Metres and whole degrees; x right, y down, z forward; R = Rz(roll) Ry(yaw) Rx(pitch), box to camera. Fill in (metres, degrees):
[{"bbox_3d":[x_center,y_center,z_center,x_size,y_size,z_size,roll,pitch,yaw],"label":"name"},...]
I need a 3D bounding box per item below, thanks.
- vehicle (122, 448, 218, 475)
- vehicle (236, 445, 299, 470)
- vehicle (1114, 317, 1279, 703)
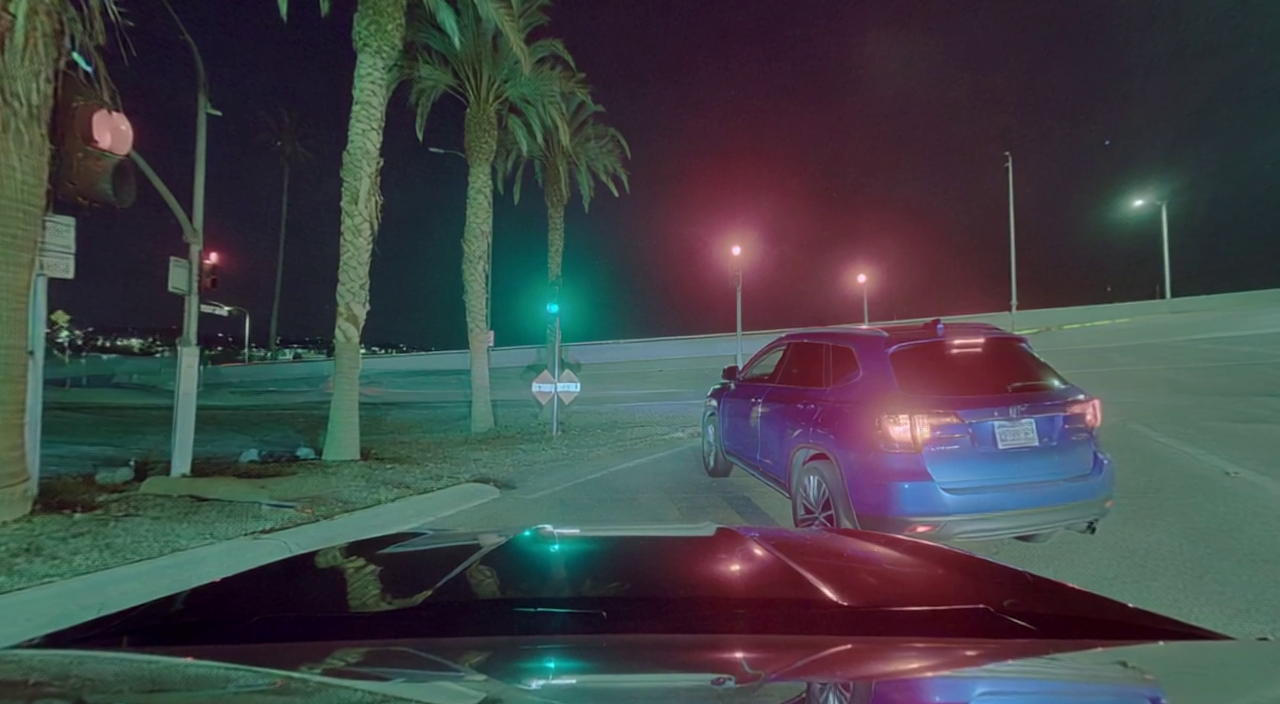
[{"bbox_3d":[-26.550,6.168,35.756,1.830,1.443,4.551,0,-9,2],"label":"vehicle"},{"bbox_3d":[-26.263,7.419,44.558,1.941,1.631,4.017,0,-9,0],"label":"vehicle"},{"bbox_3d":[3.463,0.515,0.786,2.028,1.770,4.737,0,-9,0],"label":"vehicle"}]
